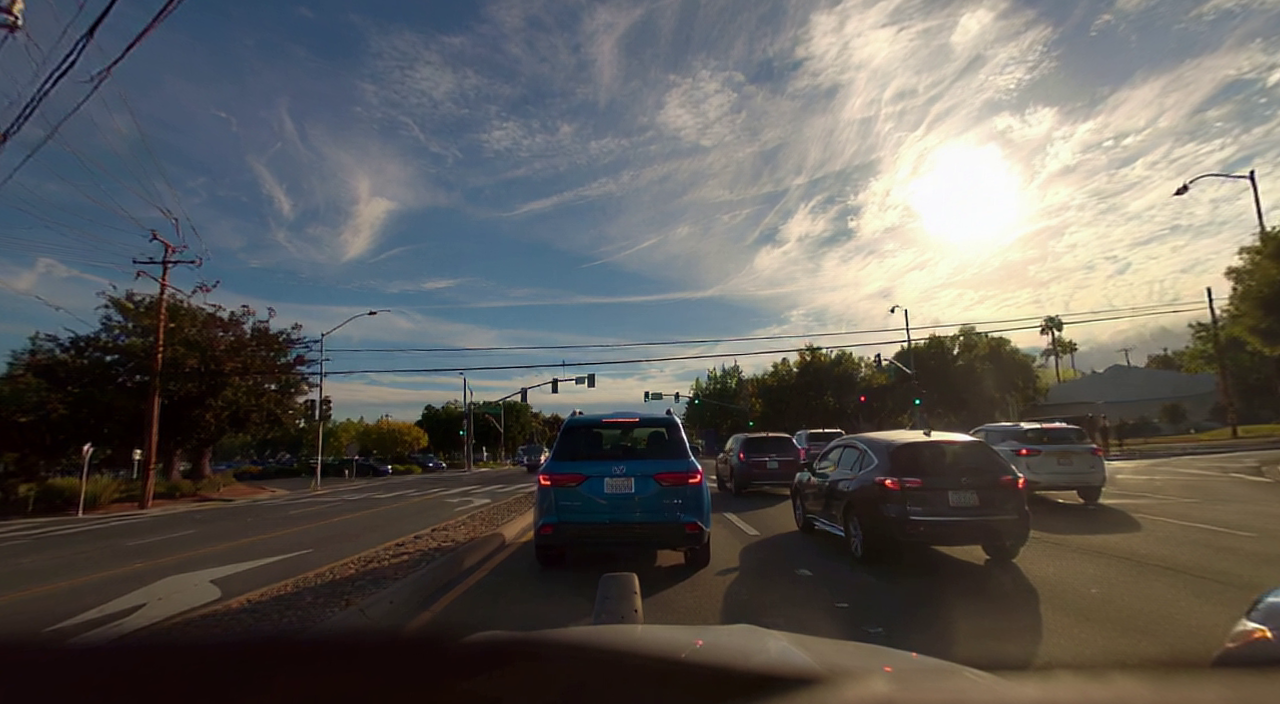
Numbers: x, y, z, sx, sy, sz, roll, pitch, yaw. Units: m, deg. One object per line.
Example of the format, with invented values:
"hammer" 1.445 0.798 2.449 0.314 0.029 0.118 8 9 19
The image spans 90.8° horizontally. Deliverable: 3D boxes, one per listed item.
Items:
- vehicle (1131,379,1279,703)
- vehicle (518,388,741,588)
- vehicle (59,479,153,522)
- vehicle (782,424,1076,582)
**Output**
"vehicle" 3.274 0.628 0.747 1.889 1.517 4.308 0 -9 0
"vehicle" -0.135 1.689 8.582 2.231 1.998 4.254 0 -9 -1
"vehicle" -26.361 7.334 31.190 4.526 1.715 1.989 -11 -13 29
"vehicle" 3.436 1.865 8.670 1.880 1.579 4.401 0 -9 -1
